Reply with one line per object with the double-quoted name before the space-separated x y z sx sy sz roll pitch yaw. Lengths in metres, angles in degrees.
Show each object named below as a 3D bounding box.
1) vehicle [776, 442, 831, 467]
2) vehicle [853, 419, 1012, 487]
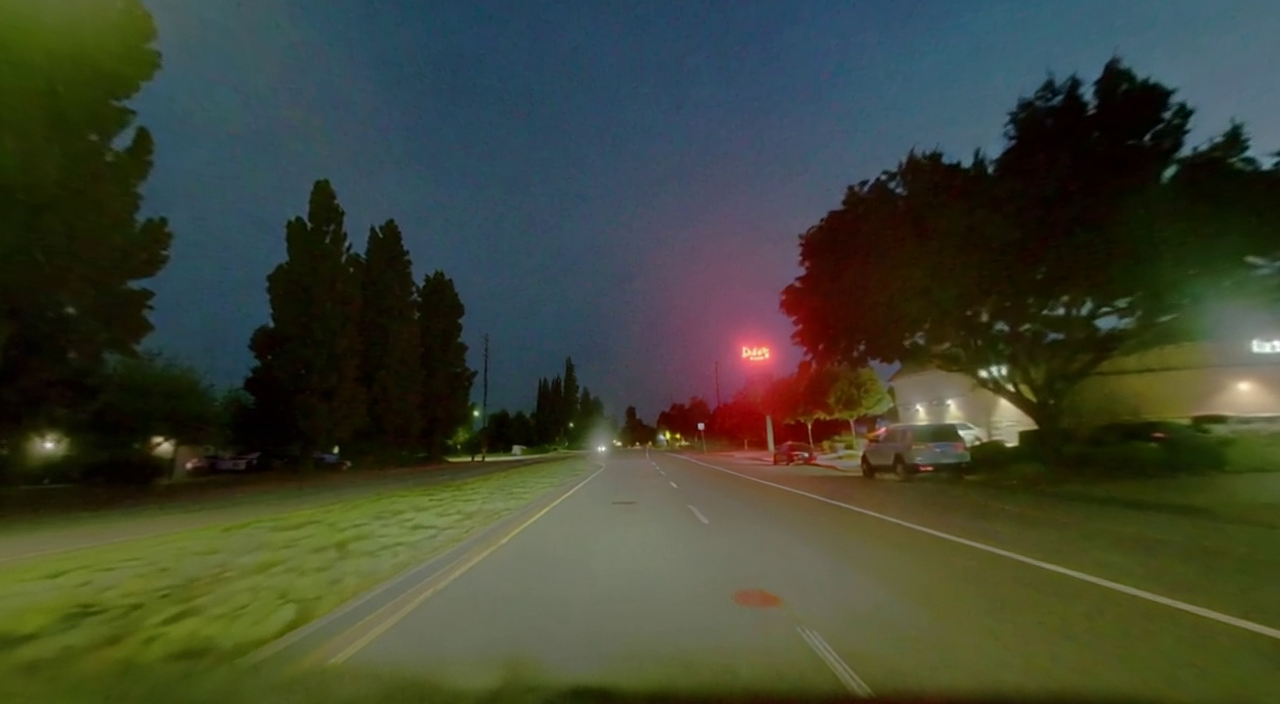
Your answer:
"vehicle" 10.102 6.380 39.355 2.034 1.437 4.728 0 -8 -2
"vehicle" 10.214 3.618 22.892 2.610 2.072 5.985 0 -8 -3
